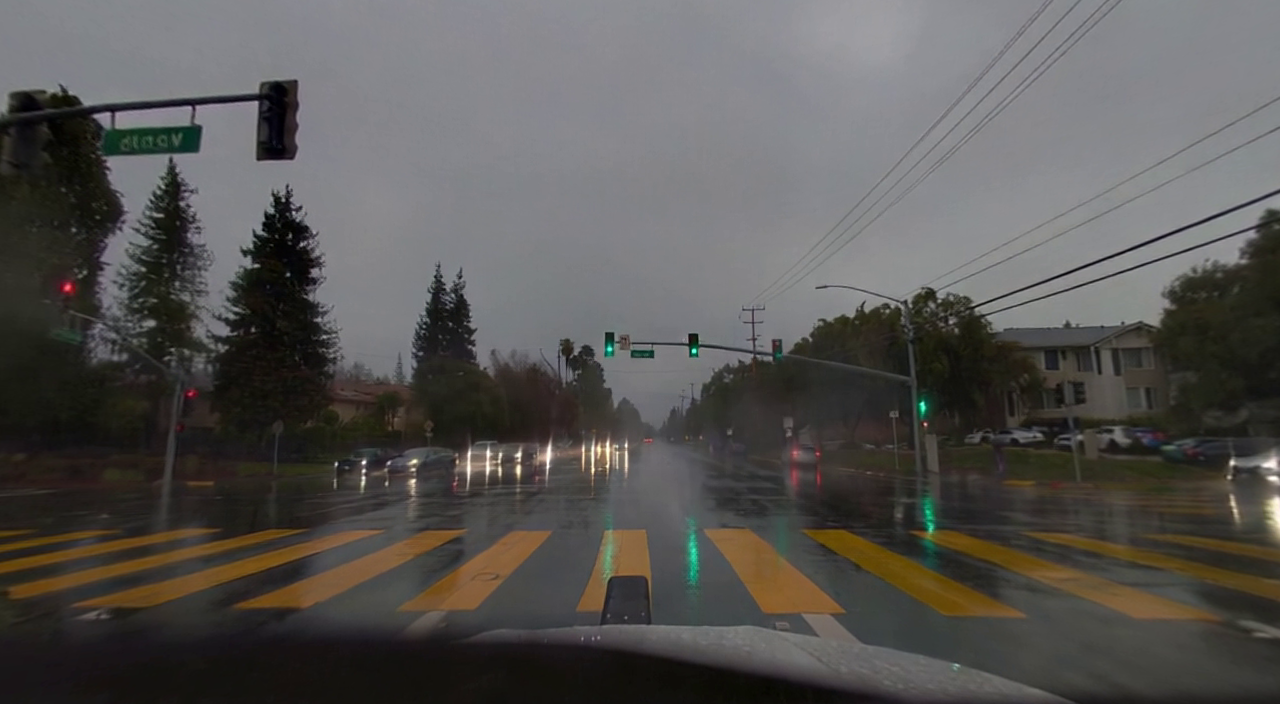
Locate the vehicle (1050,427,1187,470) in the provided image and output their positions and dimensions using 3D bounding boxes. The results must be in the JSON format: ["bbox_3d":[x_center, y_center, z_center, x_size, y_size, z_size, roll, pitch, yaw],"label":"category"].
[{"bbox_3d":[25.248,5.105,33.570,2.177,2.086,5.514,2,-9,-14],"label":"vehicle"}]

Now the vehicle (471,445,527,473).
[{"bbox_3d":[-7.701,5.878,34.864,1.958,1.415,4.312,0,-8,2],"label":"vehicle"}]

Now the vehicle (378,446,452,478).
[{"bbox_3d":[-11.006,5.394,31.172,2.007,1.451,4.242,0,-8,1],"label":"vehicle"}]

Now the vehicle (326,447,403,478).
[{"bbox_3d":[-14.600,5.854,33.722,2.035,1.470,4.677,0,-8,0],"label":"vehicle"}]
